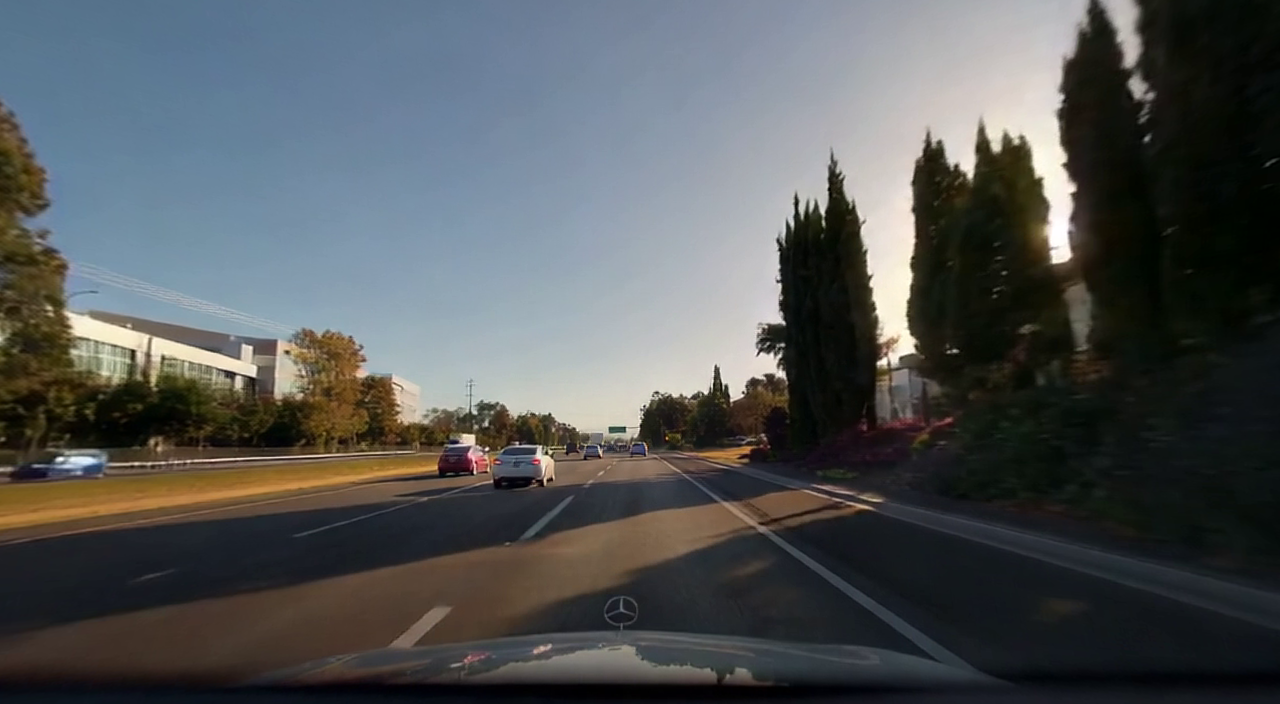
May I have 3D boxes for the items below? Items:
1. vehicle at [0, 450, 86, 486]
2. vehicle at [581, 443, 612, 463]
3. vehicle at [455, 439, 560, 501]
[{"bbox_3d":[-32.377,6.073,33.385,1.906,1.695,4.579,0,-9,1],"label":"vehicle"},{"bbox_3d":[-3.327,7.881,49.407,2.086,1.460,4.301,0,-9,0],"label":"vehicle"},{"bbox_3d":[-3.393,3.104,17.032,1.920,1.463,4.134,0,-9,0],"label":"vehicle"}]
